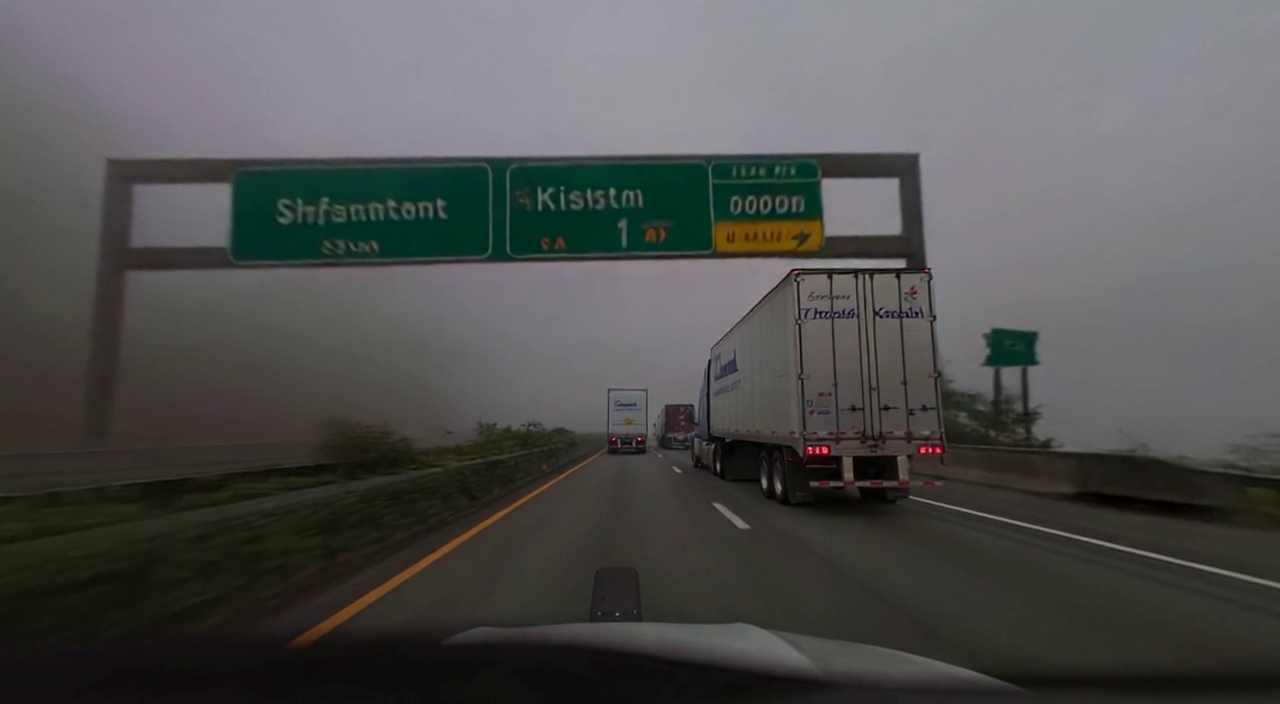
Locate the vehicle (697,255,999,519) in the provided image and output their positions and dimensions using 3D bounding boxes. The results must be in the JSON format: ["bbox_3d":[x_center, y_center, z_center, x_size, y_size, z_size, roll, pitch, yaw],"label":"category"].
[{"bbox_3d":[3.872,1.469,17.100,2.856,4.145,14.500,0,-8,-2],"label":"vehicle"}]

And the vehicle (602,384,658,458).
[{"bbox_3d":[-0.611,4.307,38.357,2.958,3.917,10.196,0,-8,-1],"label":"vehicle"}]
